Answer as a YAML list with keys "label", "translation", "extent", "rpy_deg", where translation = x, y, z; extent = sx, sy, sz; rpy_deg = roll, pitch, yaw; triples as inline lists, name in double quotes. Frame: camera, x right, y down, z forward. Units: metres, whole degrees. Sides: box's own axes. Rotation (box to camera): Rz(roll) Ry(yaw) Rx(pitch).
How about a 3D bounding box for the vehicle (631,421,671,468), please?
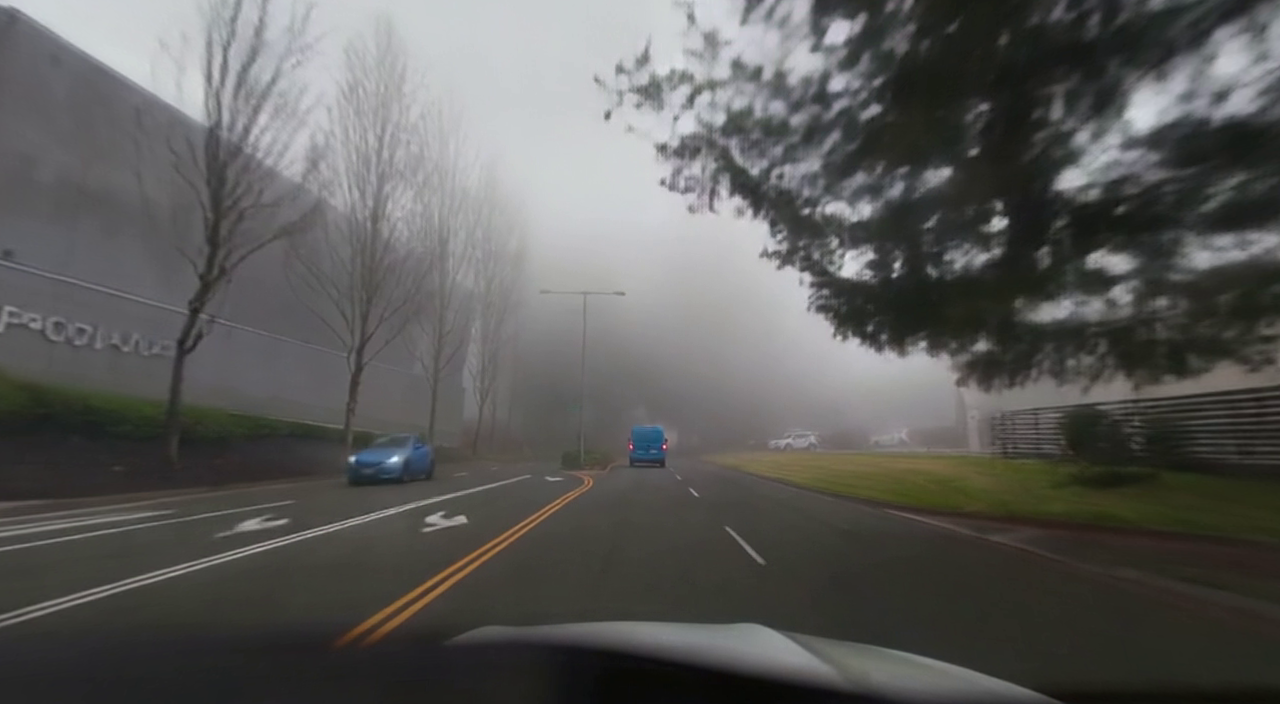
- label: "vehicle"
  translation: [0.662, 5.945, 40.586]
  extent: [2.435, 2.816, 5.232]
  rpy_deg: [0, -8, 0]
